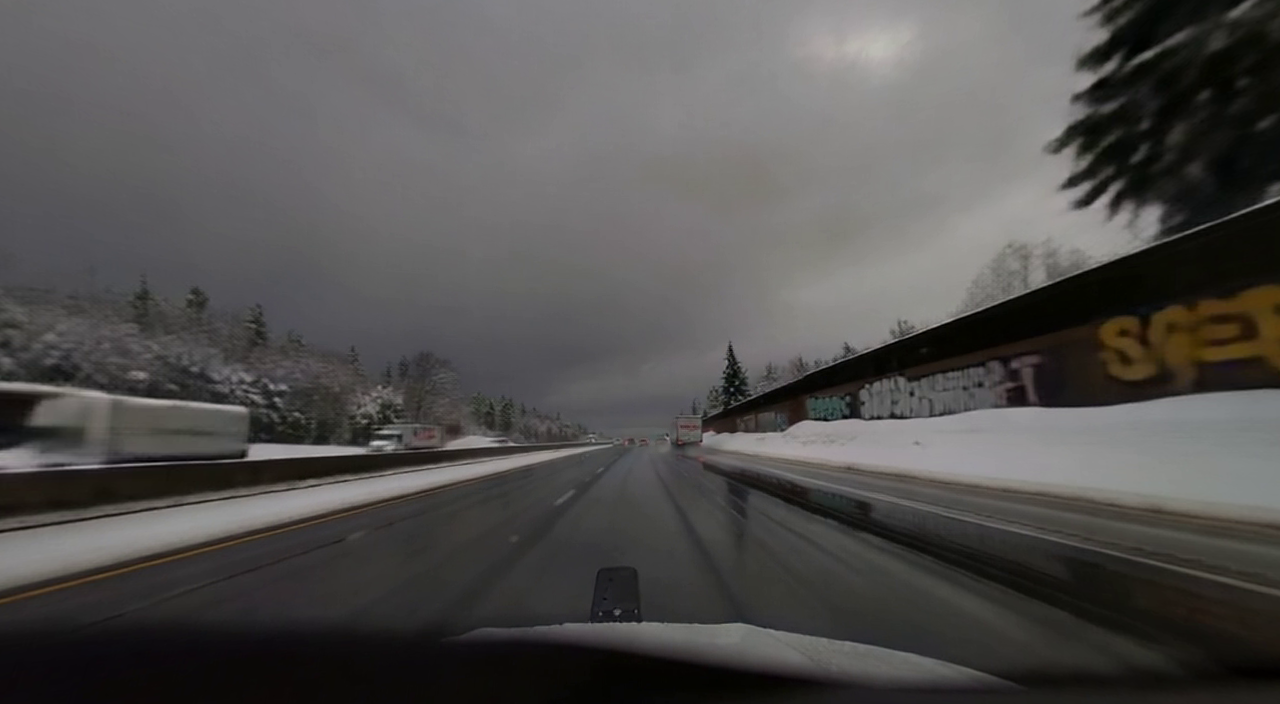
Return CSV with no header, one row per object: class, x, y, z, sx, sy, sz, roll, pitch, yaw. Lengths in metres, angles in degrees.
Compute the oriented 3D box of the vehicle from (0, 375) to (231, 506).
vehicle,-16.854,2.697,19.182,2.741,3.130,8.961,-1,-8,0
